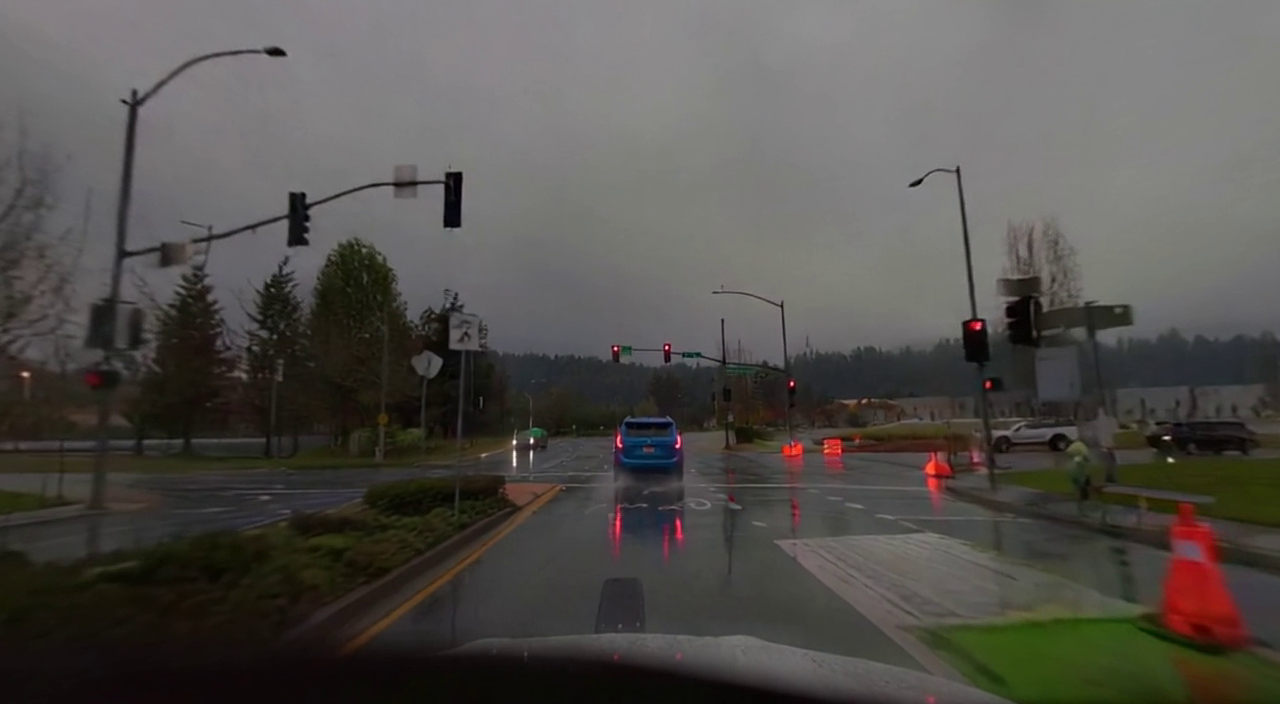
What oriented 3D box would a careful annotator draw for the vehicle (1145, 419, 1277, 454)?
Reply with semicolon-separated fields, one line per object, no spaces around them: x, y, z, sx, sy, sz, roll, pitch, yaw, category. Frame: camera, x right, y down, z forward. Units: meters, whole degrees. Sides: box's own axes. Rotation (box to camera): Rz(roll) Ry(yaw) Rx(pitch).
26.293;3.936;29.170;4.343;1.518;1.845;1;-9;-3;vehicle

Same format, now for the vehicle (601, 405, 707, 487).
0.314;2.421;16.338;2.339;1.790;4.629;0;-8;0;vehicle

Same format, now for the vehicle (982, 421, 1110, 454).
18.488;3.934;28.939;4.492;1.422;1.961;1;-9;-1;vehicle
